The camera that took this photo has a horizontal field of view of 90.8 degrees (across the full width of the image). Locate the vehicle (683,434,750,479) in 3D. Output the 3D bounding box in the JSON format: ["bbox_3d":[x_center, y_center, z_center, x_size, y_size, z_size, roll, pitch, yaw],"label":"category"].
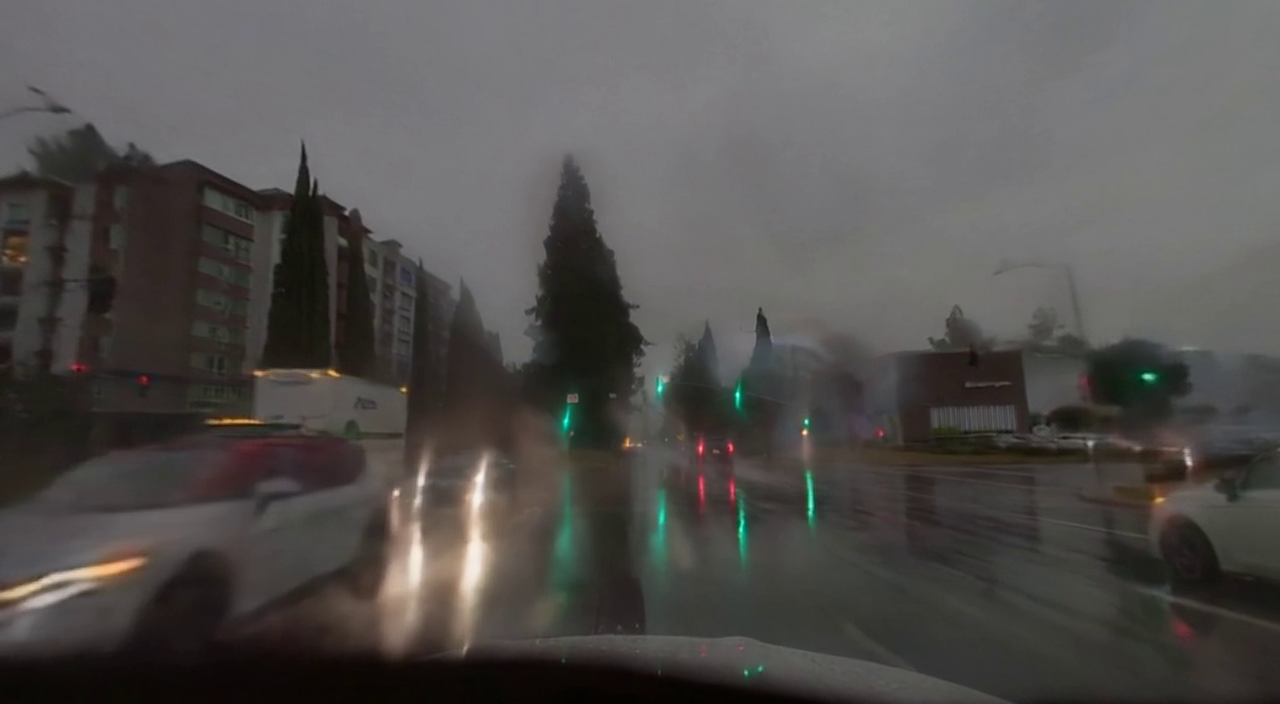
[{"bbox_3d":[3.170,4.452,27.173,2.095,1.759,4.862,0,-9,-2],"label":"vehicle"}]

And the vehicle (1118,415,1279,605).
[{"bbox_3d":[6.495,1.288,5.000,2.000,1.618,4.238,0,-9,-1],"label":"vehicle"}]

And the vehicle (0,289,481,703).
[{"bbox_3d":[-2.987,1.098,4.300,2.313,1.752,6.152,0,-9,-1],"label":"vehicle"}]

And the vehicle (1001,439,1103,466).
[{"bbox_3d":[23.318,5.698,35.872,4.411,1.464,1.938,0,-9,-1],"label":"vehicle"}]
